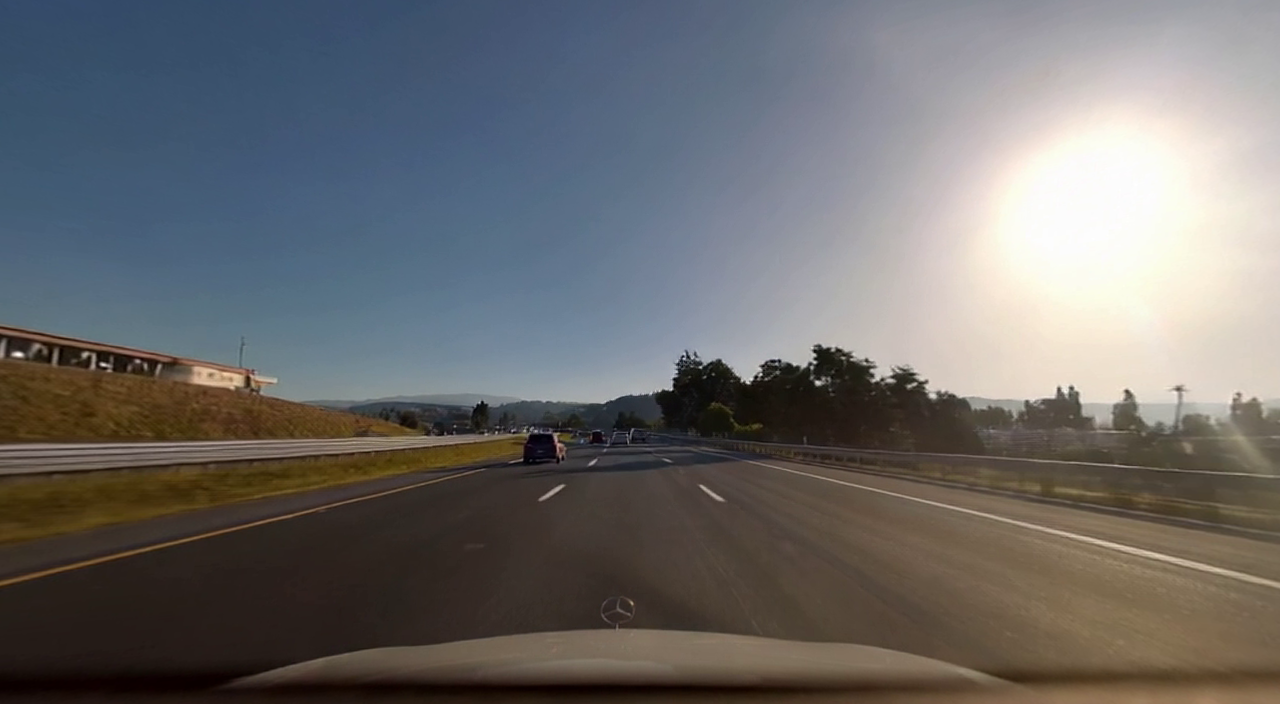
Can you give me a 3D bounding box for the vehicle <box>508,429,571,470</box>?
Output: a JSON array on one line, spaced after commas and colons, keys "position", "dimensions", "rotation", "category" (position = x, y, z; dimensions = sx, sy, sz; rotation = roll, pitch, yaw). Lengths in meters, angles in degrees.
[{"position": [-4.180, 4.121, 26.954], "dimensions": [2.062, 1.591, 4.156], "rotation": [0, -8, -1], "category": "vehicle"}]
